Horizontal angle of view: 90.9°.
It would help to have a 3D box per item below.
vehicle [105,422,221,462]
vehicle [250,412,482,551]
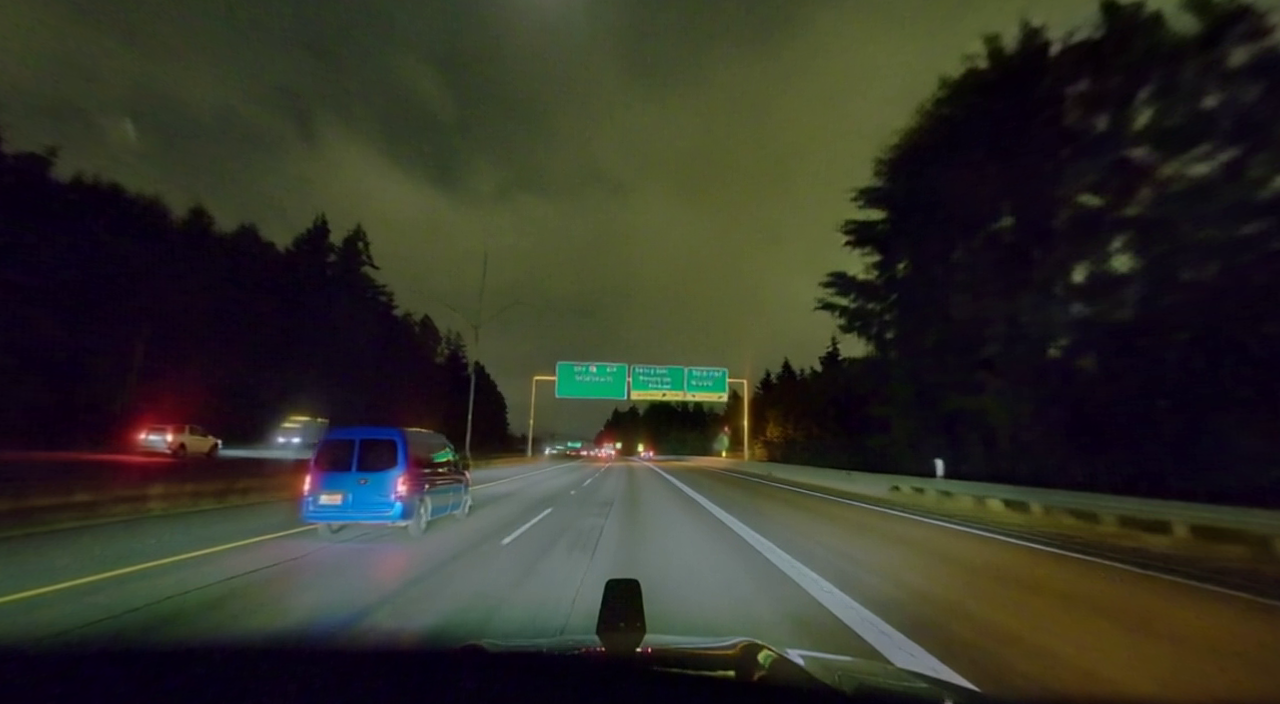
[{"bbox_3d":[-19.210,3.693,25.599,1.879,1.492,3.607,0,-9,0],"label":"vehicle"},{"bbox_3d":[-4.116,2.026,10.449,1.971,1.795,4.389,0,-9,-2],"label":"vehicle"}]
